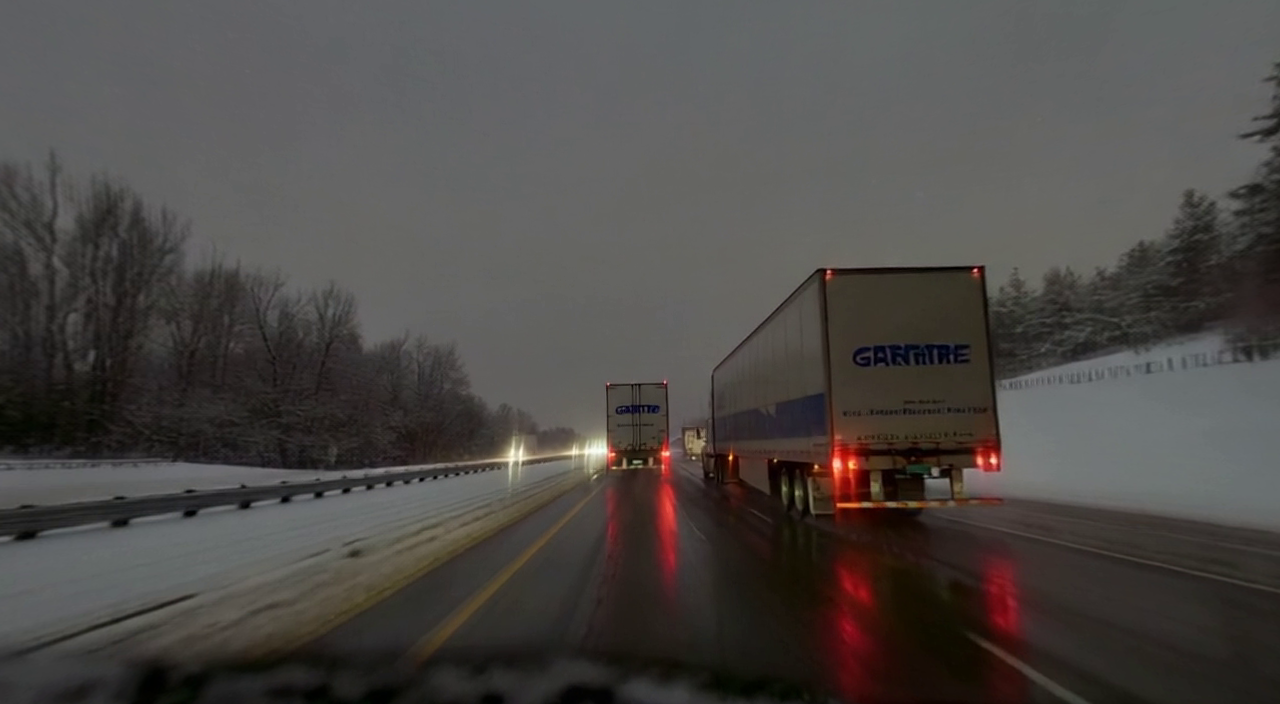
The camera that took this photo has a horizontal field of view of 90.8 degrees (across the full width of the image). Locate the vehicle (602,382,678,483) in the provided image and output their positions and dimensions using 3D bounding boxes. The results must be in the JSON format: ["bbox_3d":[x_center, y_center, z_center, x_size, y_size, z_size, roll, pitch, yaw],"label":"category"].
[{"bbox_3d":[0.074,3.793,28.837,2.864,3.805,9.709,0,-9,1],"label":"vehicle"}]

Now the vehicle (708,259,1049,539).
[{"bbox_3d":[4.213,1.724,16.467,3.044,4.128,14.482,0,-9,-1],"label":"vehicle"}]
